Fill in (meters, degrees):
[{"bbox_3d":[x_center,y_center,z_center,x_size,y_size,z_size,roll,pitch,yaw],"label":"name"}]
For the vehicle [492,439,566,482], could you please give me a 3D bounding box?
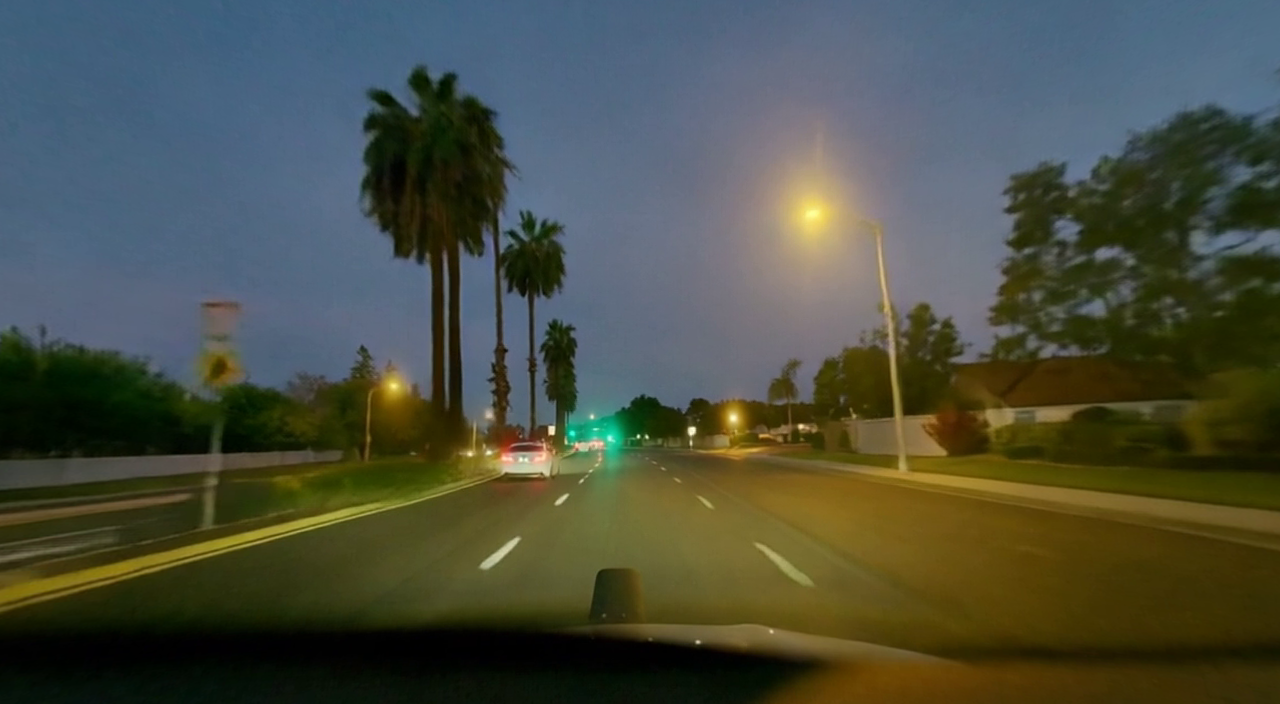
[{"bbox_3d":[-4.153,4.142,24.455,2.108,1.475,4.555,0,-8,-1],"label":"vehicle"}]
